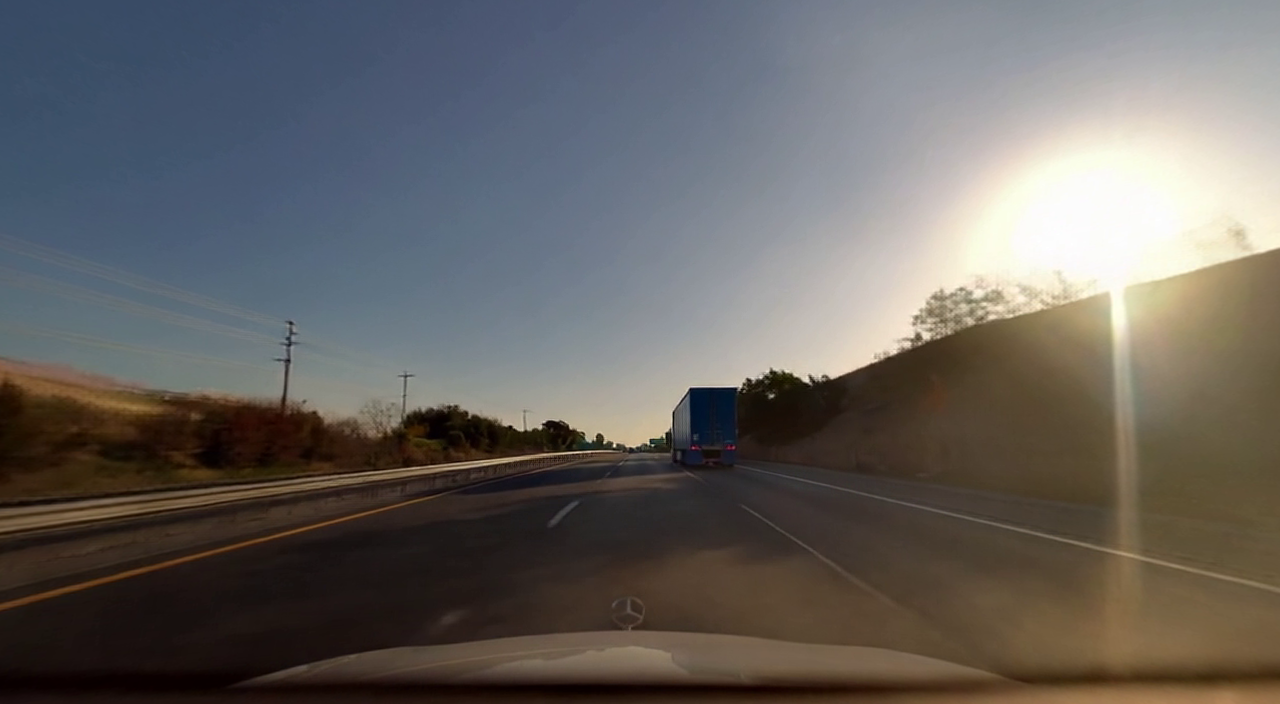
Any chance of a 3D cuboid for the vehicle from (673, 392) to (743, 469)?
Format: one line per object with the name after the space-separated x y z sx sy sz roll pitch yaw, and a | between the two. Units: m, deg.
4.017 5.281 40.752 2.933 4.100 14.317 0 -9 0 | vehicle
